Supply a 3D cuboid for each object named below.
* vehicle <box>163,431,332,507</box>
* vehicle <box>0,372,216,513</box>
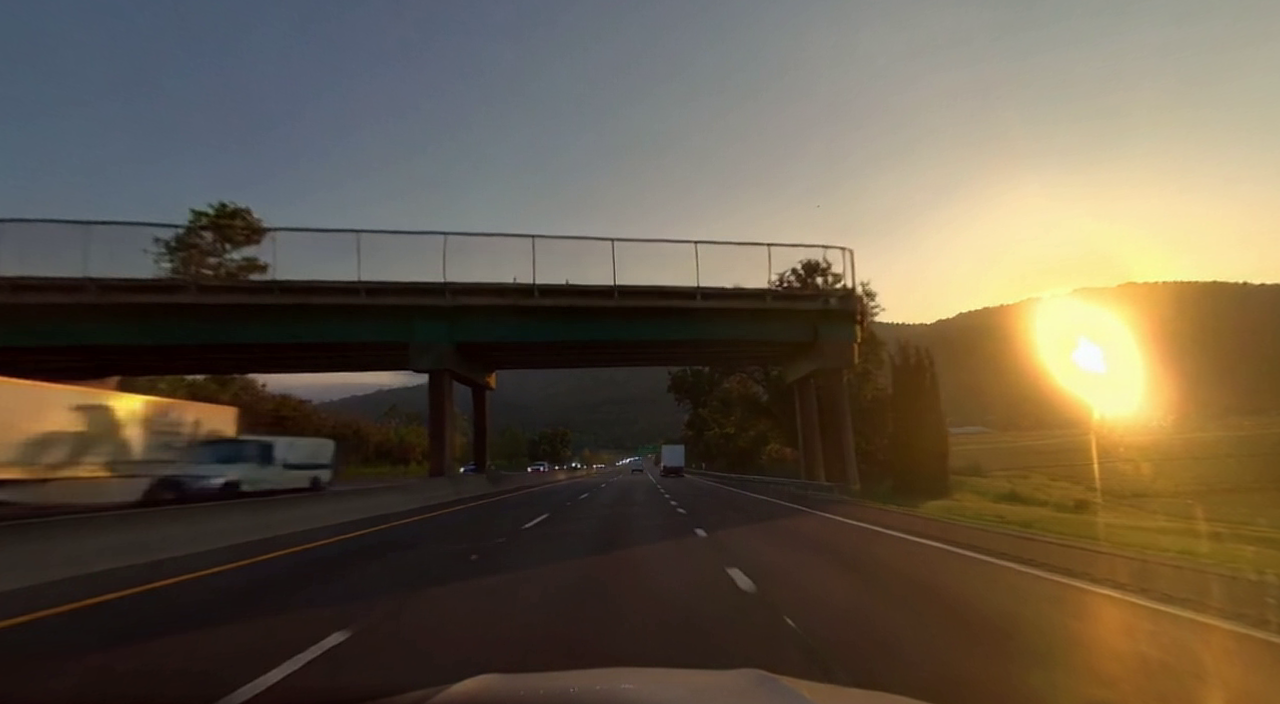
[{"bbox_3d":[-15.059,4.602,24.940,2.237,2.564,6.691,1,-10,1],"label":"vehicle"},{"bbox_3d":[-20.066,2.939,20.108,2.947,4.043,14.376,1,-10,0],"label":"vehicle"}]
